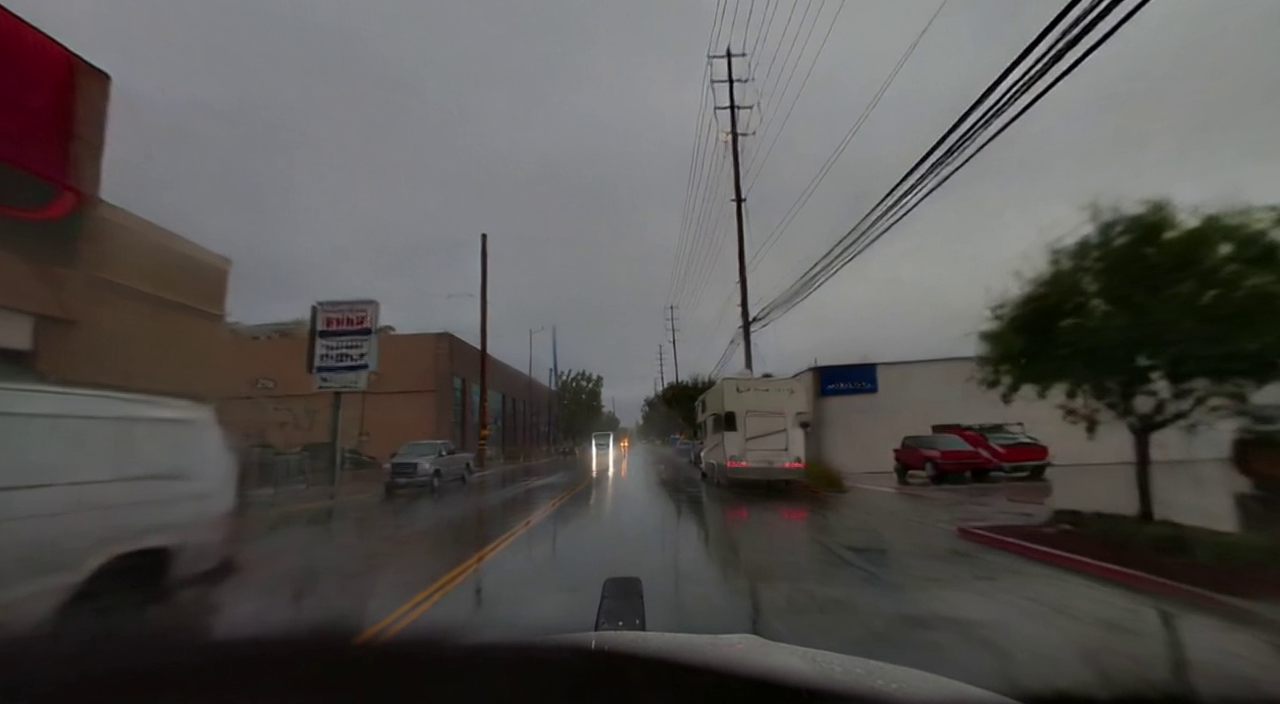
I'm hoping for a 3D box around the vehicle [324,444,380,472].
[{"bbox_3d":[-17.699,6.495,38.962,1.740,1.535,3.860,-4,-9,-1],"label":"vehicle"}]

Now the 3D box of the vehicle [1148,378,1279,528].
[{"bbox_3d":[9.415,1.256,7.865,2.111,1.939,4.756,0,-8,-1],"label":"vehicle"}]

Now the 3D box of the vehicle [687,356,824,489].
[{"bbox_3d":[3.846,2.829,23.386,3.029,3.860,7.726,-5,-10,-3],"label":"vehicle"}]

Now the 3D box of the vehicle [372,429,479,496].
[{"bbox_3d":[-7.920,4.129,23.944,2.177,2.075,5.427,-4,-9,0],"label":"vehicle"}]

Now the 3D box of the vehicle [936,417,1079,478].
[{"bbox_3d":[12.266,3.234,21.548,2.022,1.849,4.509,0,-8,-2],"label":"vehicle"}]

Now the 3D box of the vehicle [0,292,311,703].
[{"bbox_3d":[-3.732,0.758,2.428,2.307,1.998,4.734,0,-8,1],"label":"vehicle"}]

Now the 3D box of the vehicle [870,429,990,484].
[{"bbox_3d":[9.634,3.501,21.448,2.039,1.662,4.304,0,-8,1],"label":"vehicle"}]
